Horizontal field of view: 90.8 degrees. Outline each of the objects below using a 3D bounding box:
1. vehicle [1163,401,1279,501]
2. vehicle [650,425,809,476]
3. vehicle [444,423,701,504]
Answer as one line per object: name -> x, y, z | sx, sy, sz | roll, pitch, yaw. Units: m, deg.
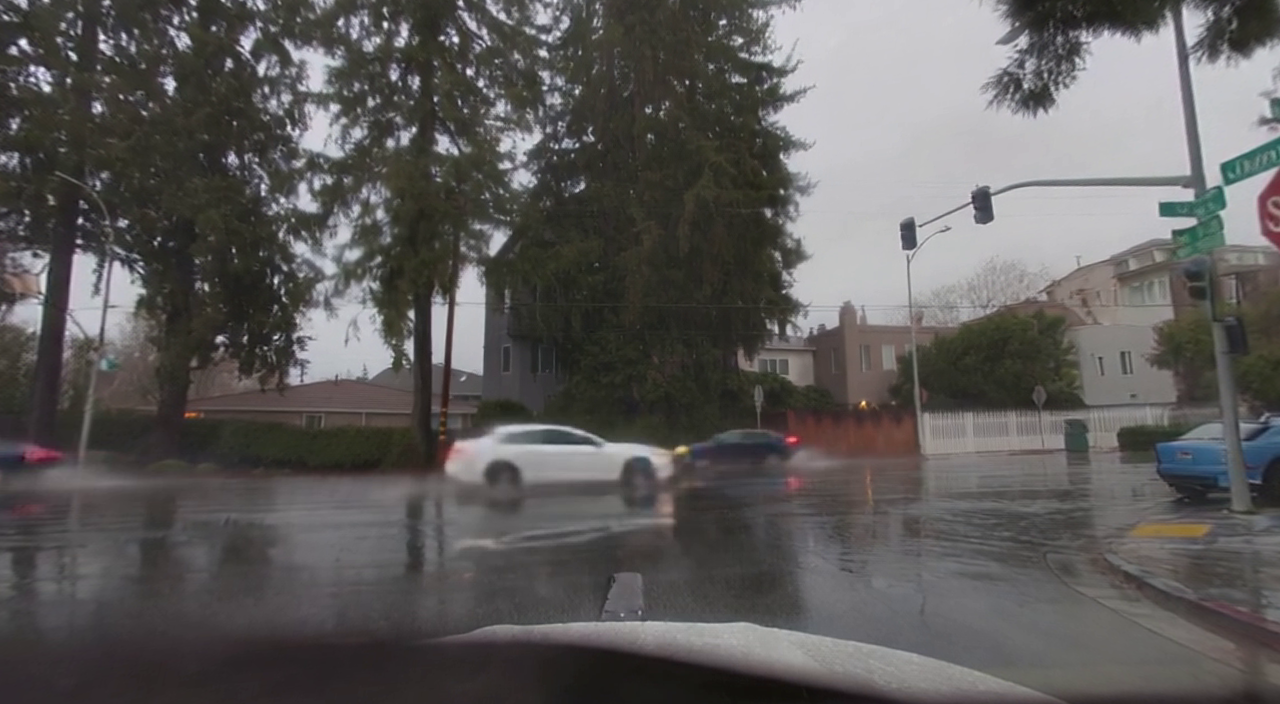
vehicle -> 12.797, 1.859, 11.955 | 4.208, 1.685, 2.014 | 1, -9, -8
vehicle -> 2.784, 3.086, 19.933 | 4.548, 1.469, 1.864 | 2, -9, -17
vehicle -> -1.403, 2.274, 13.225 | 4.990, 1.454, 1.875 | 3, -9, -20
